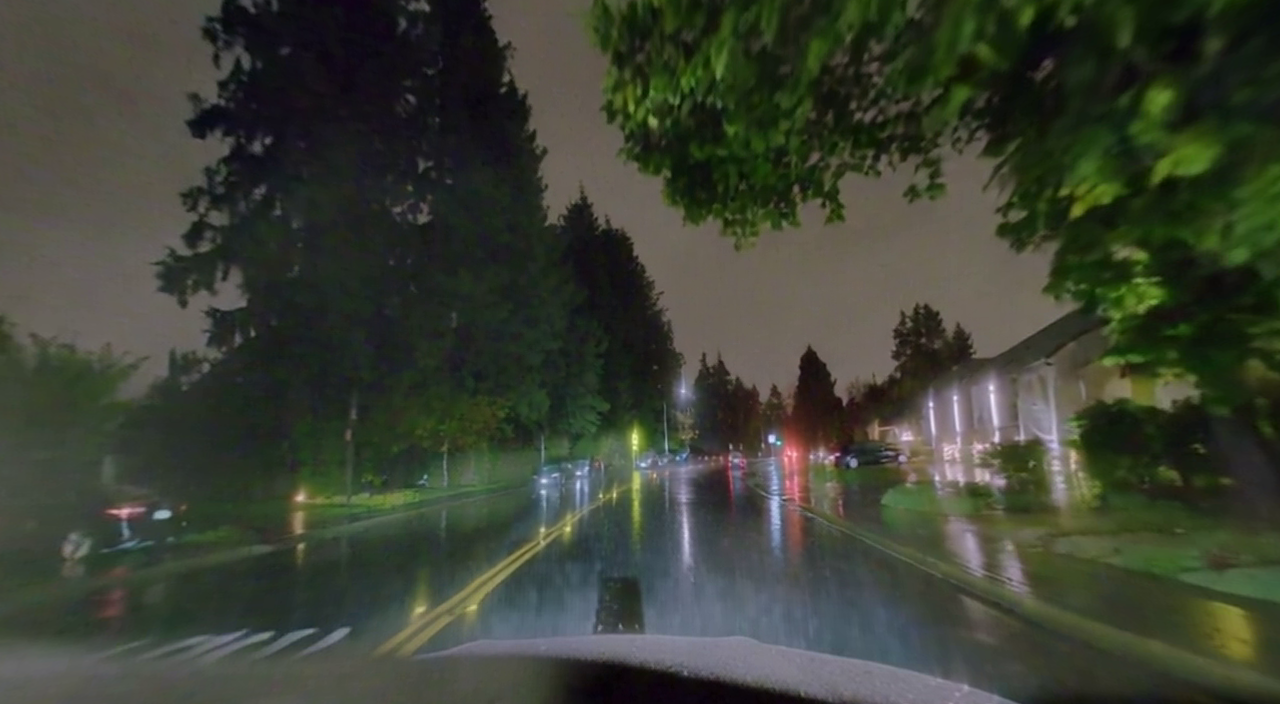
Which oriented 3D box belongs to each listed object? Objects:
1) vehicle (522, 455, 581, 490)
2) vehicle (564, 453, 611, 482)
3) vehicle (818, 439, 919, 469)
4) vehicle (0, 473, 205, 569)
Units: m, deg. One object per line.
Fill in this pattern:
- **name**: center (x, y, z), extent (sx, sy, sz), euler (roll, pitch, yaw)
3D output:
- **vehicle**: center (-4.394, 6.162, 32.017), extent (1.886, 1.494, 4.149), euler (-2, -14, 7)
- **vehicle**: center (-3.185, 7.216, 39.163), extent (1.972, 1.536, 4.347), euler (-2, -14, 8)
- **vehicle**: center (12.309, 5.512, 34.260), extent (4.744, 1.507, 1.953), euler (-1, -8, 4)
- **vehicle**: center (-10.582, 3.026, 11.680), extent (3.947, 1.442, 1.858), euler (-3, -9, 12)
